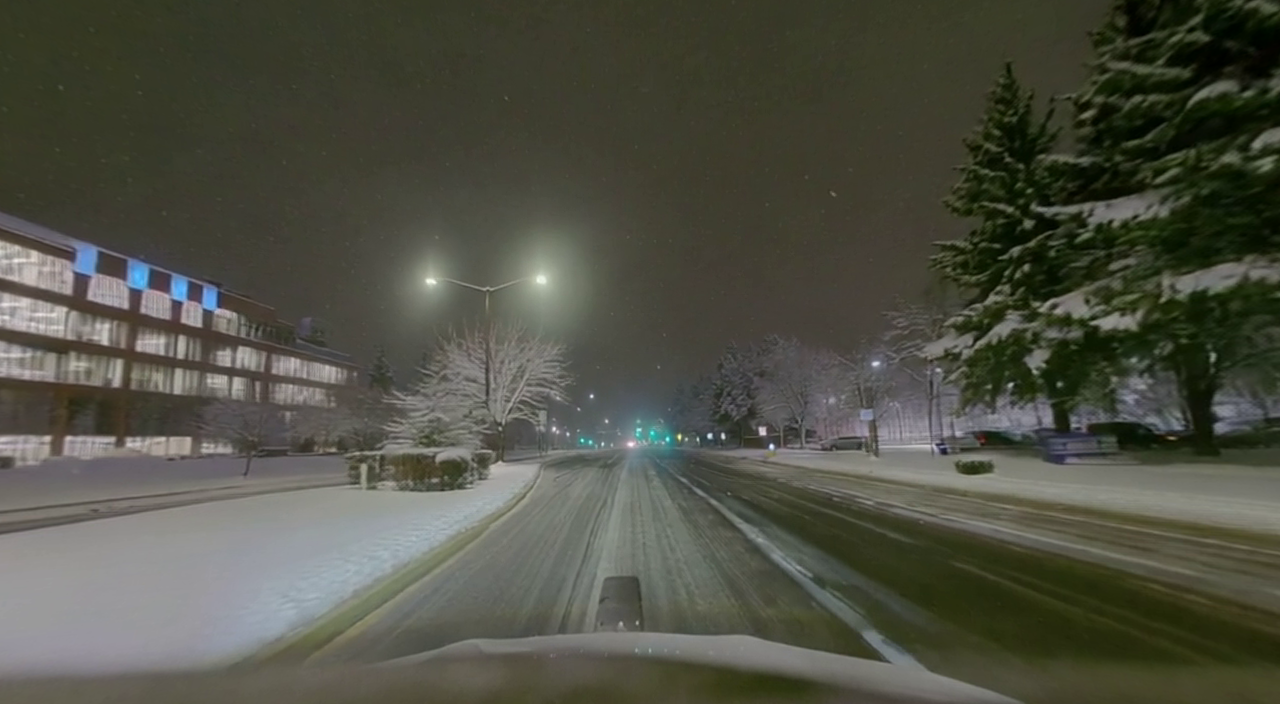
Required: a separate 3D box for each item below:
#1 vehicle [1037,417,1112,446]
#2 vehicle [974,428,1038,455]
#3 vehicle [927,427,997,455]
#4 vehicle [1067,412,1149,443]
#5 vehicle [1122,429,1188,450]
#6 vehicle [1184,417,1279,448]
[{"bbox_3d":[31.217,5.789,45.582,2.007,1.782,4.355,-3,-9,-5],"label":"vehicle"},{"bbox_3d":[25.768,6.304,44.653,1.874,1.808,4.159,1,-8,-3],"label":"vehicle"},{"bbox_3d":[22.847,6.333,45.111,2.133,1.853,5.009,1,-8,-3],"label":"vehicle"},{"bbox_3d":[33.498,5.489,45.390,1.914,1.913,4.628,-6,-8,-4],"label":"vehicle"},{"bbox_3d":[36.465,6.221,44.850,1.578,1.401,3.547,-2,-8,-2],"label":"vehicle"},{"bbox_3d":[42.238,5.699,44.525,2.191,2.019,6.051,0,-8,-2],"label":"vehicle"}]
